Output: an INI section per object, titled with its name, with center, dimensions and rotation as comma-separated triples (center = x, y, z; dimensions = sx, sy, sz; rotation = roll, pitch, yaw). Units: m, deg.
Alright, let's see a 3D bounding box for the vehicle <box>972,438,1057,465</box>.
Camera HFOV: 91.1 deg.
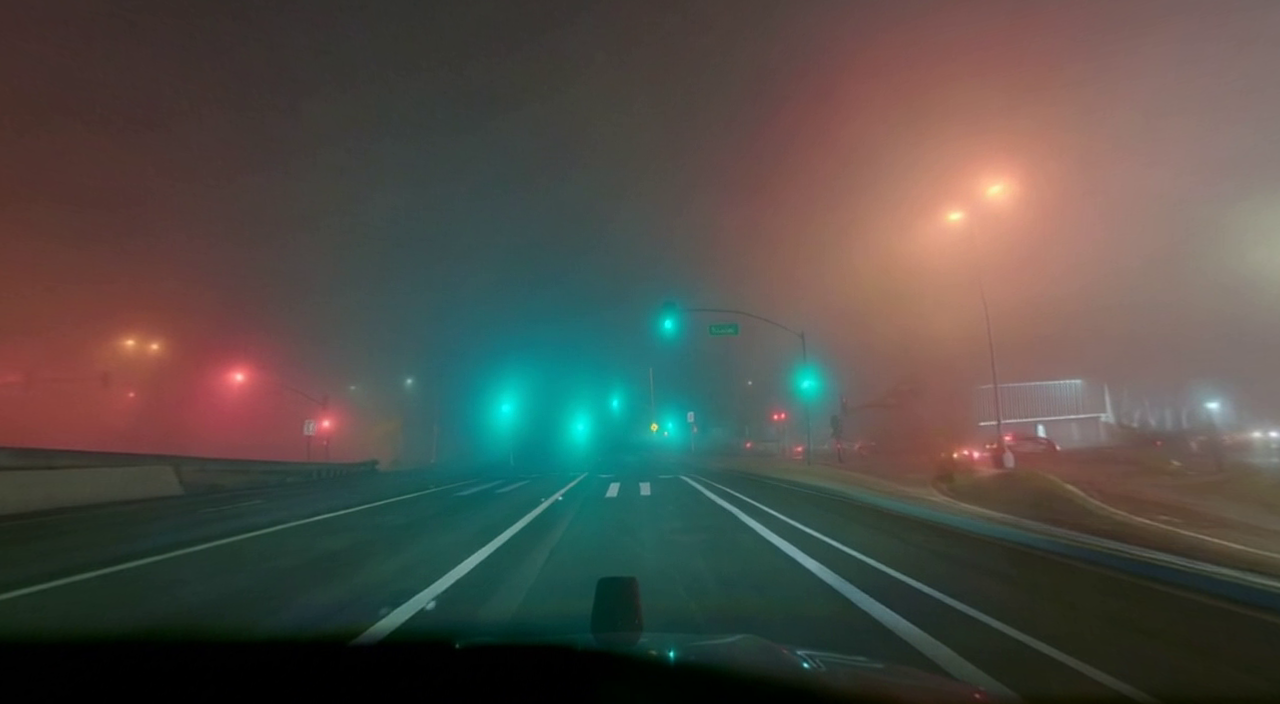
[vehicle]
center = 21.957, 5.849, 36.969
dimensions = 1.717, 1.486, 3.824
rotation = 4, -10, -32
